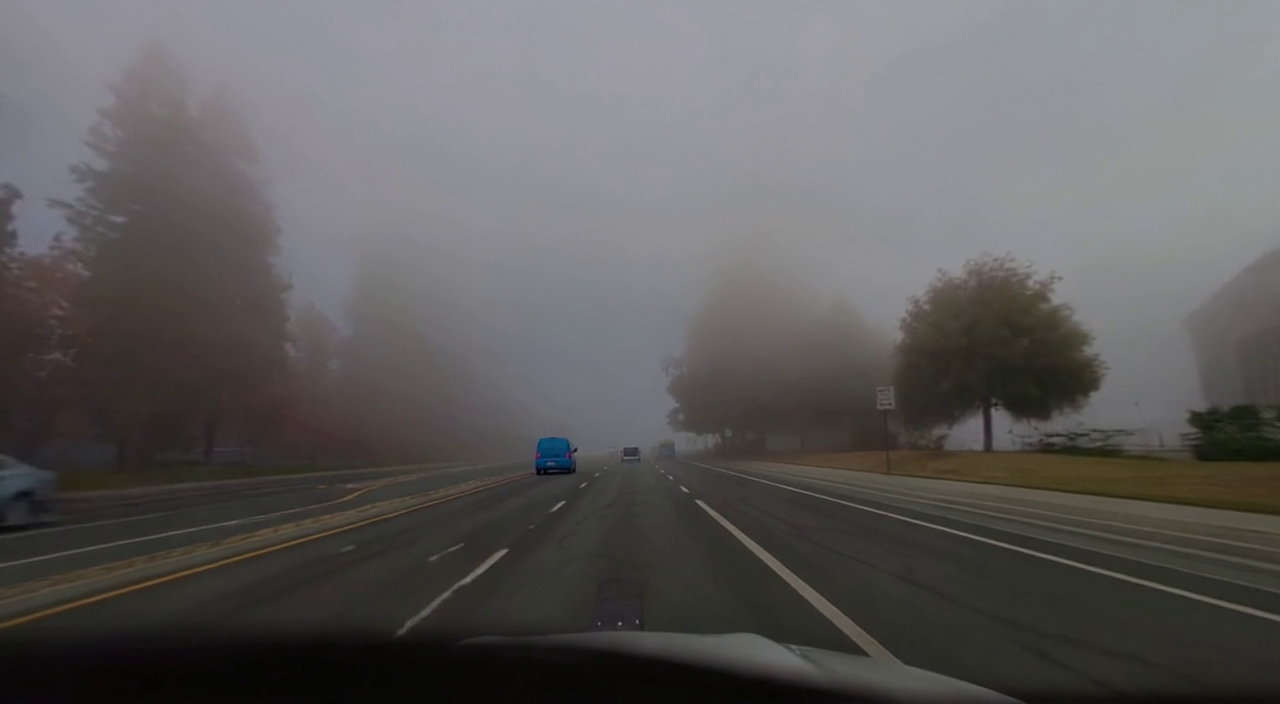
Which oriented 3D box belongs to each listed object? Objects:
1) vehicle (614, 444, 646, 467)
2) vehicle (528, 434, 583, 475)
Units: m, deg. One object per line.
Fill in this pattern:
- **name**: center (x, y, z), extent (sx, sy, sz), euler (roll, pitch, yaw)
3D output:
- **vehicle**: center (-0.712, 7.060, 43.168), extent (2.039, 1.455, 3.826), euler (0, -8, -1)
- **vehicle**: center (-4.076, 5.052, 31.367), extent (2.075, 1.863, 4.744), euler (0, -8, 0)
